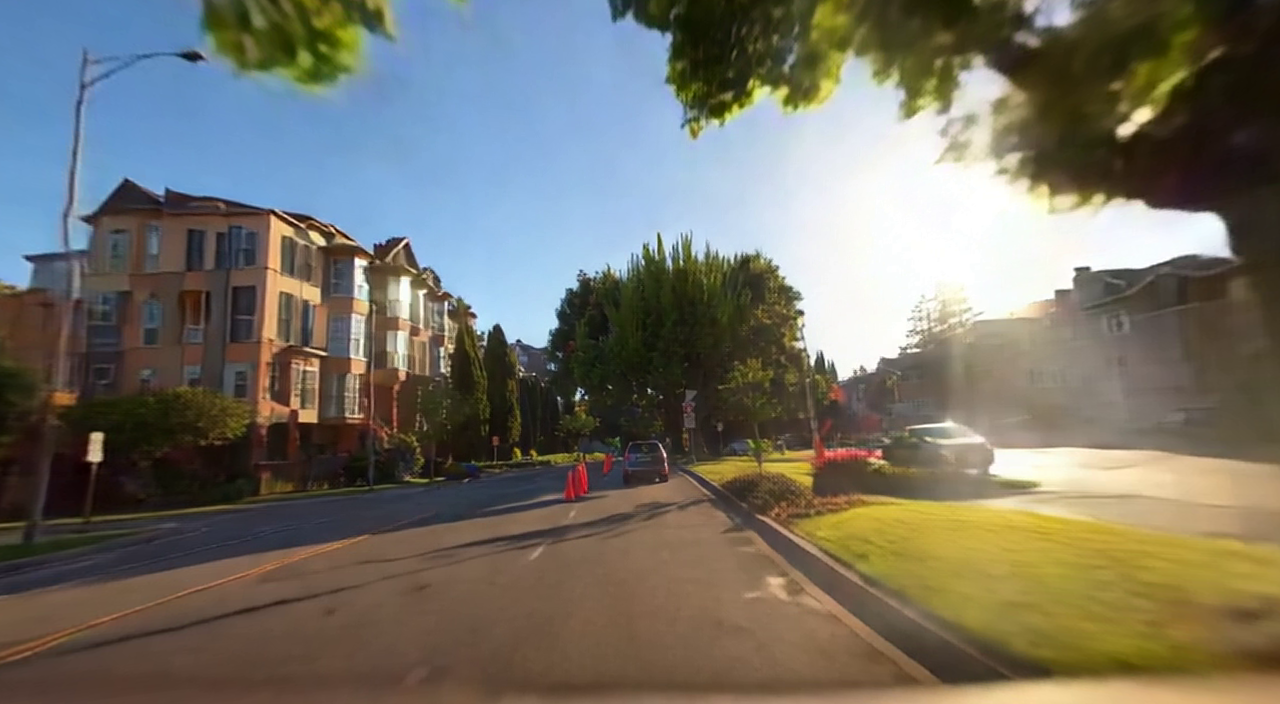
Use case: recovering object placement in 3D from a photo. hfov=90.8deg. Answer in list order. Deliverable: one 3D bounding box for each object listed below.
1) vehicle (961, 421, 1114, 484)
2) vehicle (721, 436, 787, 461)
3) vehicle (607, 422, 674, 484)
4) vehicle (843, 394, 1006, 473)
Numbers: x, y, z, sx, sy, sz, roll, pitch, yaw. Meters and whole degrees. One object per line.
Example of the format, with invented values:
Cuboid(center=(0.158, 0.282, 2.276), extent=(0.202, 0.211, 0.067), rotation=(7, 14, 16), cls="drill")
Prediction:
Cuboid(center=(10.619, 2.754, 17.120), extent=(1.698, 1.548, 2.969), rotation=(2, -11, -16), cls="vehicle")
Cuboid(center=(7.527, 6.413, 41.908), extent=(3.835, 1.584, 1.893), rotation=(2, -9, -18), cls="vehicle")
Cuboid(center=(-0.076, 3.723, 23.397), extent=(2.169, 2.015, 5.206), rotation=(0, -9, -2), cls="vehicle")
Cuboid(center=(9.548, 3.024, 22.179), extent=(2.253, 2.306, 6.753), rotation=(-1, -10, -2), cls="vehicle")
